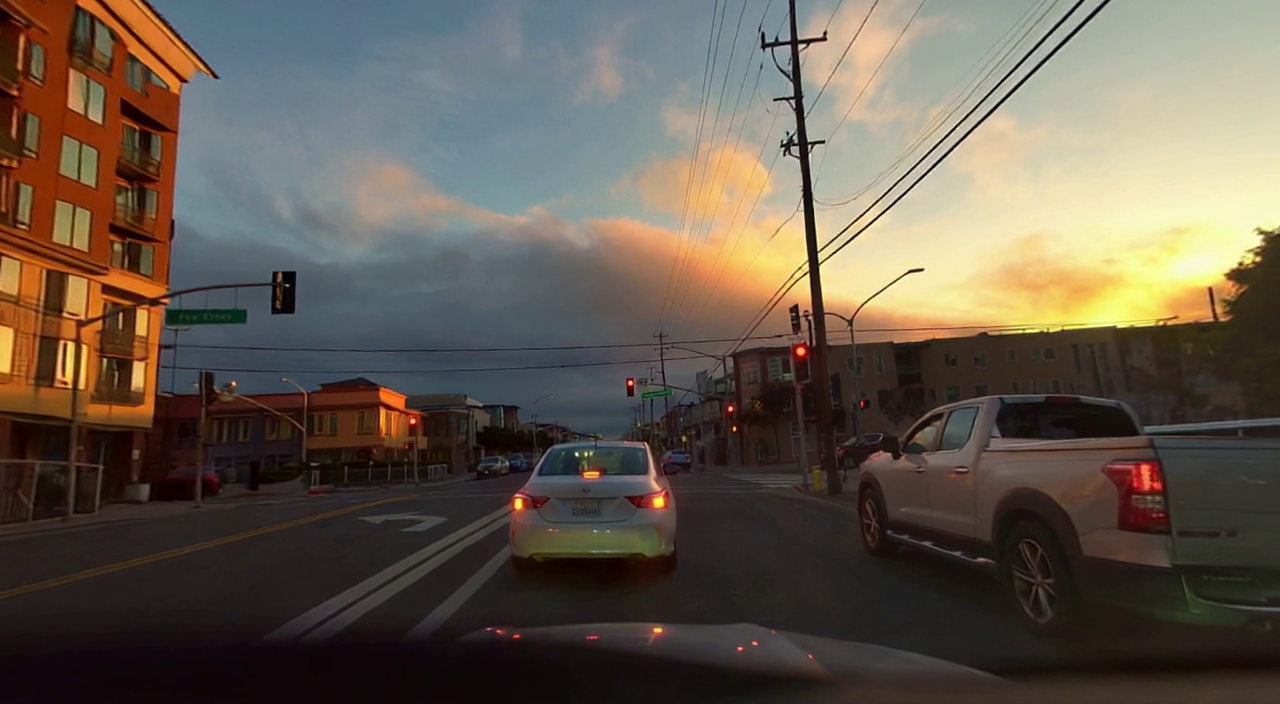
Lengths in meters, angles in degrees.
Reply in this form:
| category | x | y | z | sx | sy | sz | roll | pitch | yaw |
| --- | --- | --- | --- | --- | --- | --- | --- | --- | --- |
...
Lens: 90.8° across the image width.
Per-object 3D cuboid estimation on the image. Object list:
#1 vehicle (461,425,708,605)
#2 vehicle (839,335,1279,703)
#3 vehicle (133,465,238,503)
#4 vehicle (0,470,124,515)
| category | x | y | z | sx | sy | sz | roll | pitch | yaw |
| --- | --- | --- | --- | --- | --- | --- | --- | --- | --- |
| vehicle | -0.479 | 1.649 | 7.314 | 2.019 | 1.453 | 4.129 | 0 | -8 | -1 |
| vehicle | 3.826 | 1.235 | 5.914 | 2.248 | 1.945 | 5.011 | 0 | -8 | 0 |
| vehicle | -25.350 | 7.378 | 35.351 | 4.337 | 1.739 | 1.981 | -5 | -11 | 1 |
| vehicle | -24.765 | 6.000 | 27.002 | 3.891 | 1.538 | 1.698 | -5 | -11 | 0 |
